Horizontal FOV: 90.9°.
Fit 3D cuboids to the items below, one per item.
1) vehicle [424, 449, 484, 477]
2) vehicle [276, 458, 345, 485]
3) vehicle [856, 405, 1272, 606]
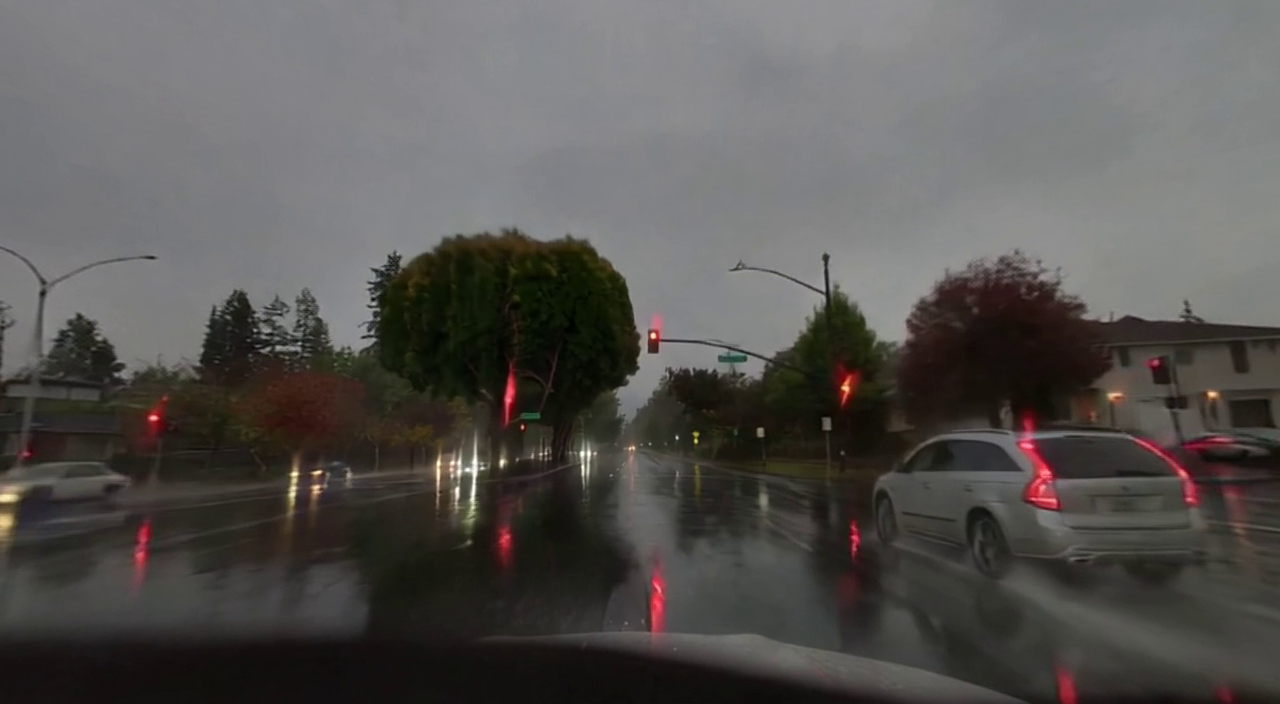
[{"bbox_3d":[-10.305,6.160,35.275,2.029,1.453,4.188,-1,-9,1],"label":"vehicle"},{"bbox_3d":[-20.741,7.514,39.902,1.844,1.494,4.706,0,-9,0],"label":"vehicle"},{"bbox_3d":[4.029,1.509,6.914,2.018,1.591,3.564,0,-9,0],"label":"vehicle"}]
